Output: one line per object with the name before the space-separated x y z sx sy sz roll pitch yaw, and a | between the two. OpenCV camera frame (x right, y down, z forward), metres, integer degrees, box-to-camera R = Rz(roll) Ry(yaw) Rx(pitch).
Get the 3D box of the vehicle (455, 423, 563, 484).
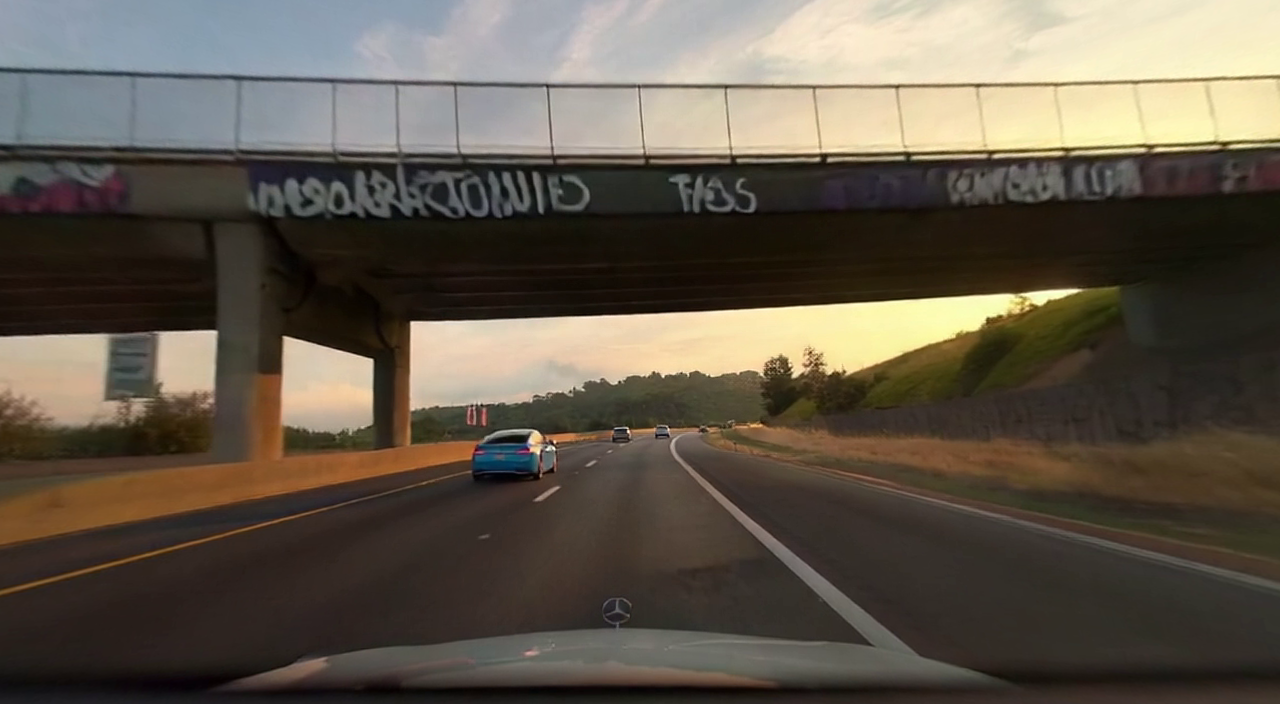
vehicle | -3.645 2.927 18.537 2.108 1.555 4.574 0 -8 1
